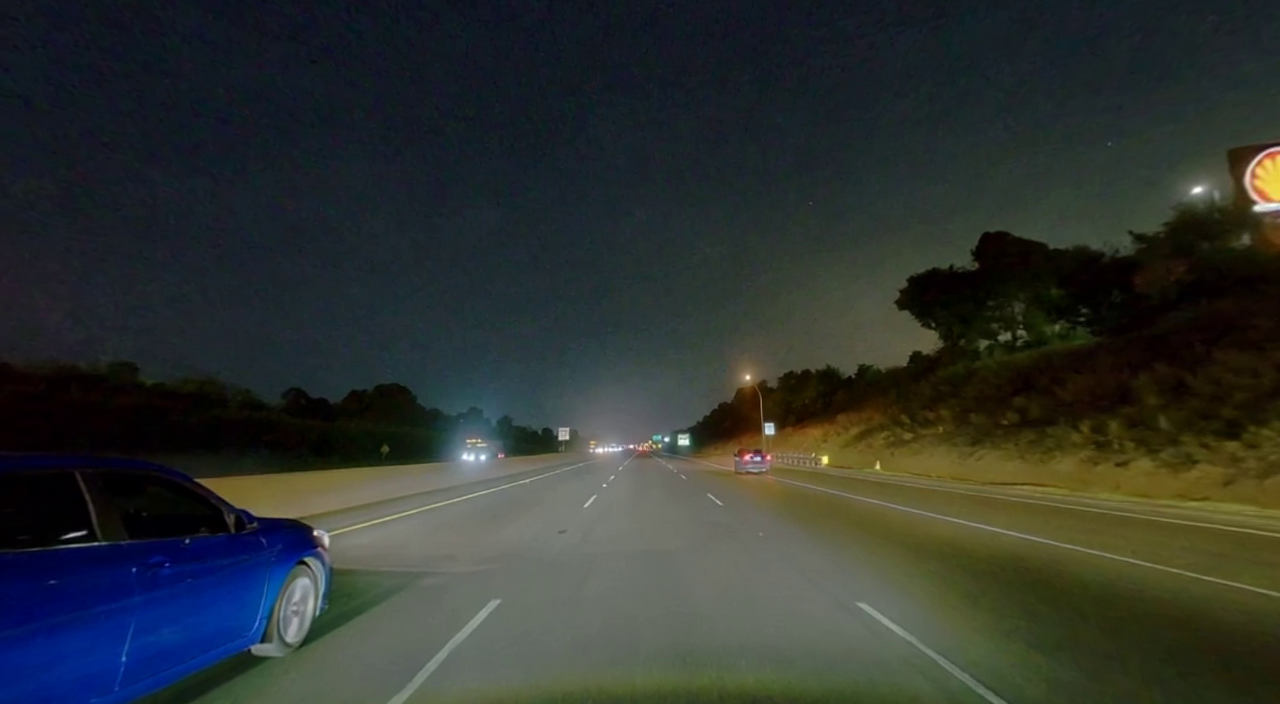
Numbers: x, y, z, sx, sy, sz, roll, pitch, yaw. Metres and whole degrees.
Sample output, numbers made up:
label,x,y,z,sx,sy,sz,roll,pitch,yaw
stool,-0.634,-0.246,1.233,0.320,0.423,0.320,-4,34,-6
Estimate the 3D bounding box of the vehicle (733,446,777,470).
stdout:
label,x,y,z,sx,sy,sz,roll,pitch,yaw
vehicle,7.466,6.917,41.336,1.967,1.472,3.751,0,-9,-3
